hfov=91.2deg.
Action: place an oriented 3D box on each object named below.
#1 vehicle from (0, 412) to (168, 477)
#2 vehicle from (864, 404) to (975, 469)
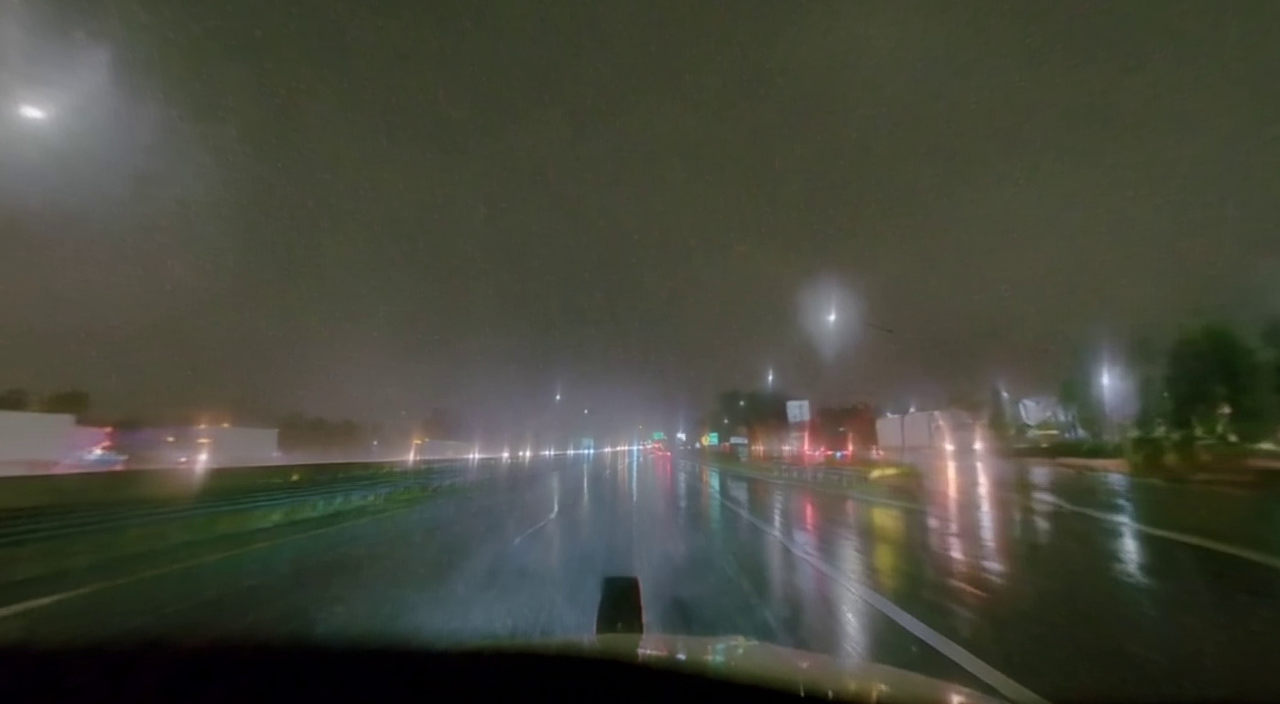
[{"bbox_3d":[-34.831,5.081,33.938,2.758,3.295,20.564,-3,-10,0],"label":"vehicle"},{"bbox_3d":[20.588,6.447,47.745,2.840,4.125,15.151,-1,-8,5],"label":"vehicle"}]
